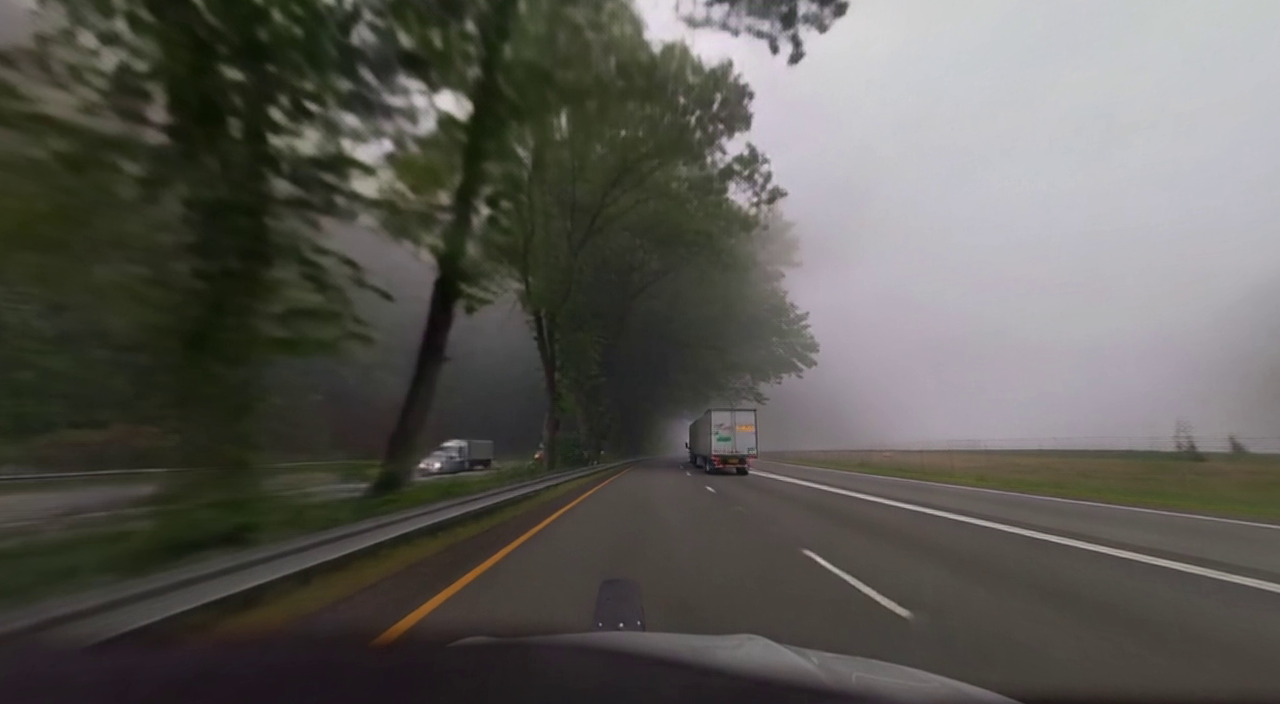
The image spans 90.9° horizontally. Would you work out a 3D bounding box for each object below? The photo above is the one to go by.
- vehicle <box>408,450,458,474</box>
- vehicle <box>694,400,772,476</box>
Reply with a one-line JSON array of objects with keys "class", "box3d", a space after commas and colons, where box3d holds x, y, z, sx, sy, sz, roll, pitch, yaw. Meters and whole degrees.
[{"class": "vehicle", "box3d": [-15.071, 8.034, 46.124, 2.040, 1.659, 4.491, 0, -9, 2]}, {"class": "vehicle", "box3d": [5.500, 5.593, 40.165, 2.859, 3.984, 14.045, 0, -9, 0]}]
